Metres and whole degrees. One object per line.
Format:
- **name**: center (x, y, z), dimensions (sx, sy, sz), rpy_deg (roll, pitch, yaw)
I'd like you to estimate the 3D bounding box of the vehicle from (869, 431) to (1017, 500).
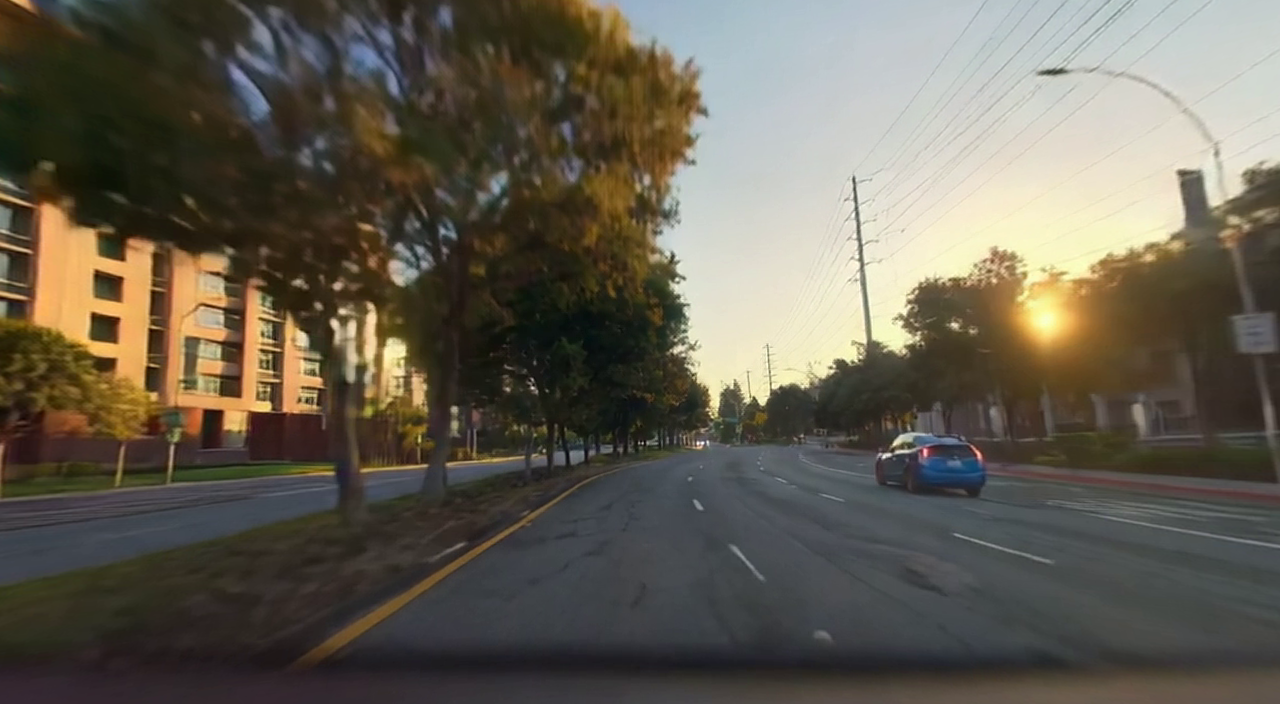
- **vehicle**: center (7.296, 2.753, 15.653), dimensions (1.908, 1.476, 3.880), rpy_deg (-1, -9, 3)
